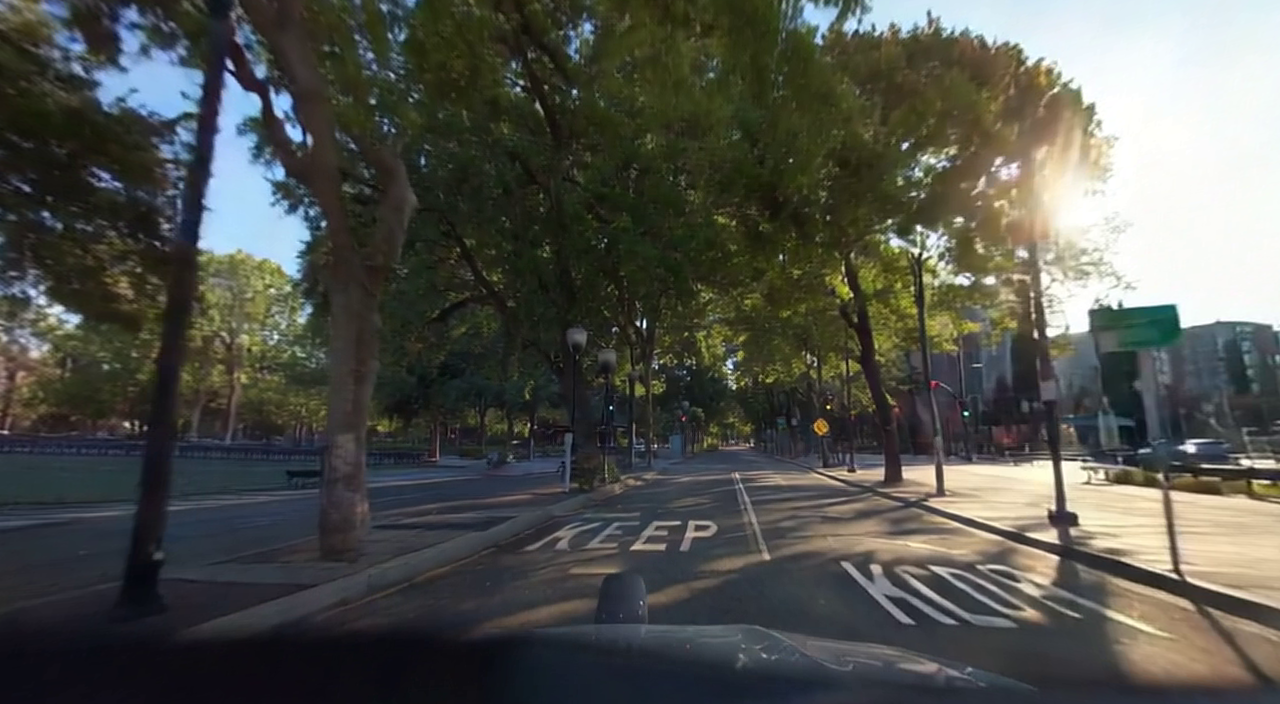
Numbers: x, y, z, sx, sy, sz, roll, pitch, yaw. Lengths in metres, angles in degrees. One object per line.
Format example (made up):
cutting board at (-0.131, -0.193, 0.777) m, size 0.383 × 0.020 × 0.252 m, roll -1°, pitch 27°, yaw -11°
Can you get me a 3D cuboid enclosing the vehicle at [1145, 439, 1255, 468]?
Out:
vehicle at (38.289, 6.956, 43.319) m, size 5.090 × 1.925 × 2.103 m, roll -2°, pitch -9°, yaw 11°
